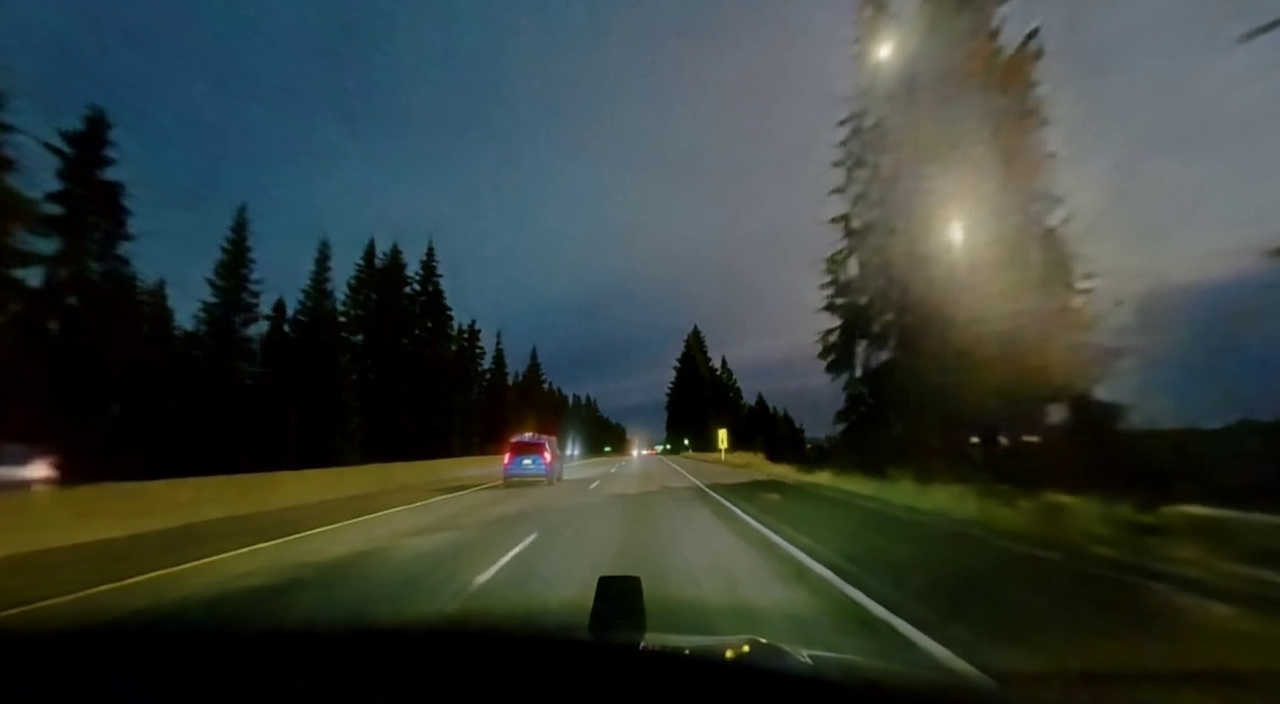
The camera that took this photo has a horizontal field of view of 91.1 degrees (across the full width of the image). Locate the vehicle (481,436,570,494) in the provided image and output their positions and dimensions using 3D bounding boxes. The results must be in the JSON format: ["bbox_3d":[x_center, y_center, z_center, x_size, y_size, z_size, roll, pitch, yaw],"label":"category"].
[{"bbox_3d":[-3.739,3.753,21.382,2.084,1.752,4.479,0,-8,2],"label":"vehicle"}]
